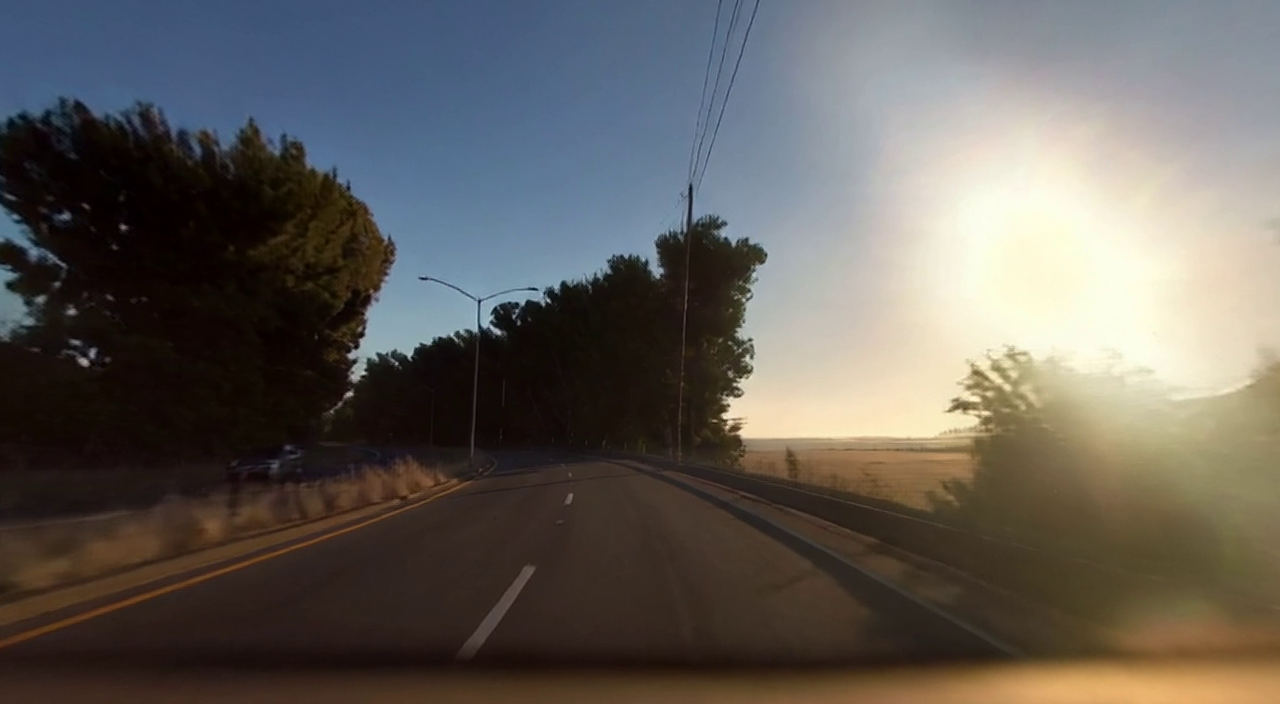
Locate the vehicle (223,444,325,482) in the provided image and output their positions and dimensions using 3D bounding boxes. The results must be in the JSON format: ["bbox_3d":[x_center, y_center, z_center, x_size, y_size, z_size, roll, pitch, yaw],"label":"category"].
[{"bbox_3d":[-15.295,4.621,26.684,1.998,1.430,4.755,1,-9,-8],"label":"vehicle"}]
